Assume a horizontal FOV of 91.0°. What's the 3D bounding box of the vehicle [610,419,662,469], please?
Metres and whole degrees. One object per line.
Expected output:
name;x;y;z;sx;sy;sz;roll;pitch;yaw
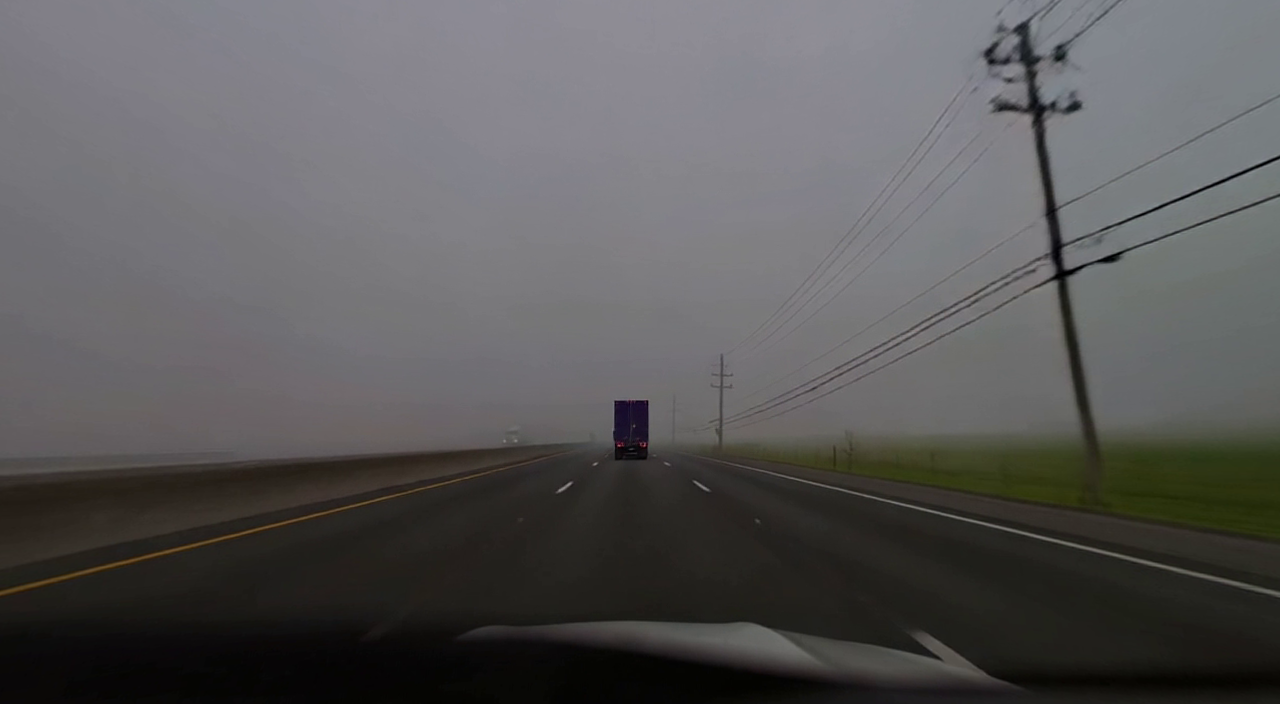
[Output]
vehicle;-0.270;4.345;29.728;2.240;2.129;4.480;0;-8;-2
